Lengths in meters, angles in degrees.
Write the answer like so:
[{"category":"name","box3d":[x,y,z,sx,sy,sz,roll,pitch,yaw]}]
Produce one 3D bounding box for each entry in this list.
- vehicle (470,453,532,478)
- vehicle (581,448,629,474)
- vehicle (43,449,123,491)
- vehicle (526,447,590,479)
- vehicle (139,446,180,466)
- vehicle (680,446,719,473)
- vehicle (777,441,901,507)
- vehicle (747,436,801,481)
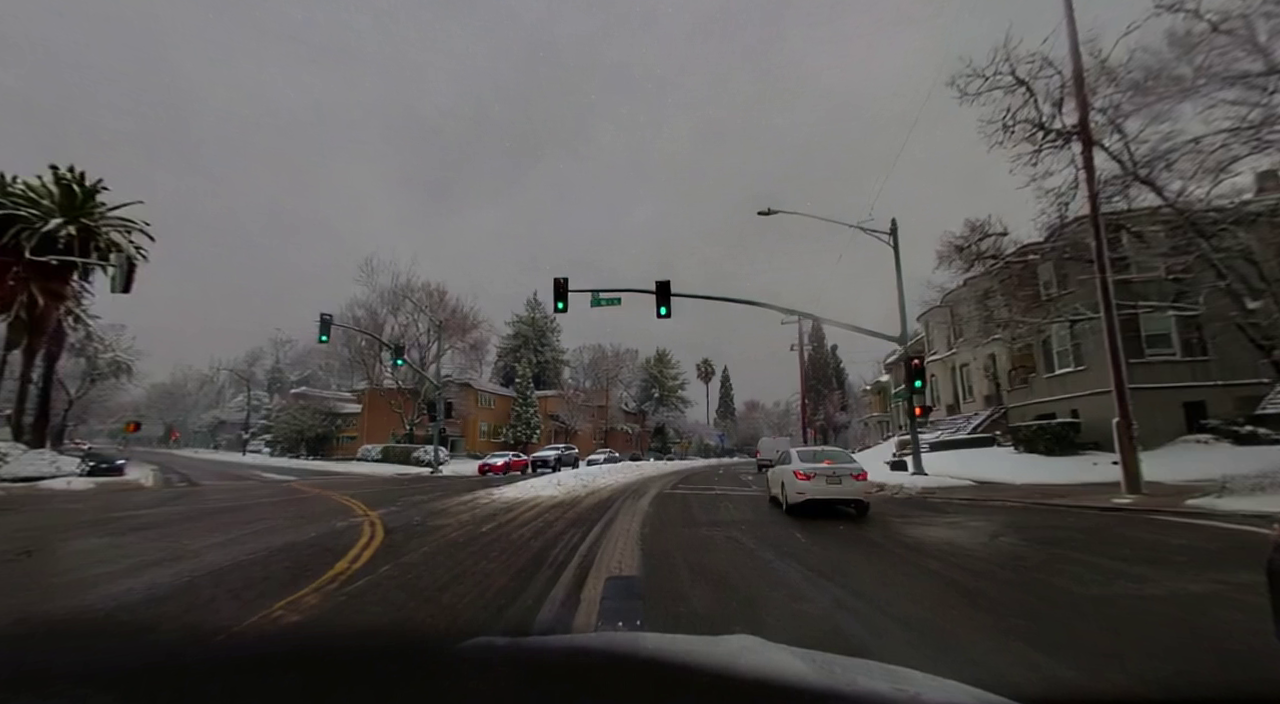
[{"category":"vehicle","box3d":[-8.066,6.581,36.907,1.891,1.358,3.828,-3,-9,16]},{"category":"vehicle","box3d":[-2.305,7.280,42.479,1.852,1.498,4.238,-6,-9,16]},{"category":"vehicle","box3d":[-22.790,4.746,25.770,2.005,1.533,4.499,8,-12,-44]},{"category":"vehicle","box3d":[-4.576,6.256,36.008,1.959,1.515,4.668,-2,-7,15]},{"category":"vehicle","box3d":[-37.039,8.022,48.674,2.013,1.442,4.173,8,-12,-42]},{"category":"vehicle","box3d":[3.813,6.773,39.948,1.923,1.576,4.026,-2,-9,12]},{"category":"vehicle","box3d":[5.264,3.281,17.448,2.096,1.552,4.519,0,-9,2]},{"category":"vehicle","box3d":[6.546,5.254,31.357,2.109,2.002,4.424,-1,-9,6]}]
